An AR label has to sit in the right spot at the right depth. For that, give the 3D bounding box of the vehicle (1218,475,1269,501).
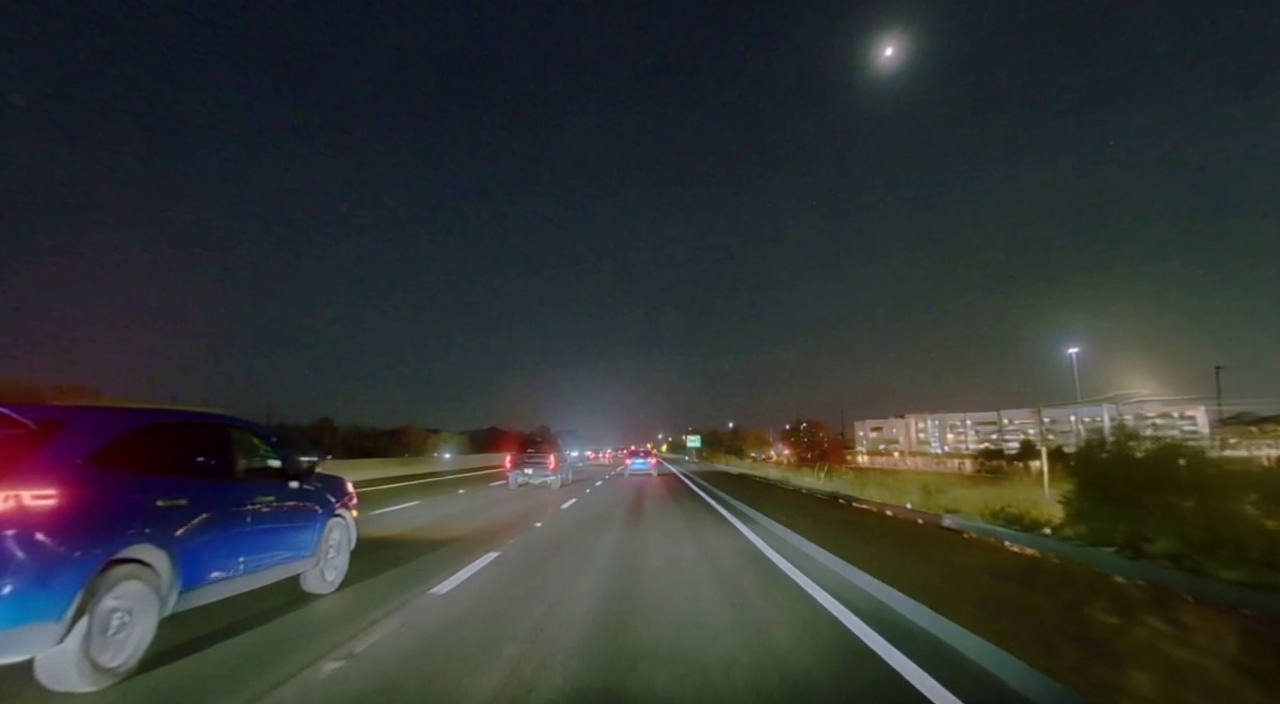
[{"bbox_3d":[39.777,8.913,41.524,4.203,1.418,1.942,8,-12,-42],"label":"vehicle"}]

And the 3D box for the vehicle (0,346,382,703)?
[{"bbox_3d":[-4.216,1.176,4.851,2.198,1.848,5.346,0,-8,0],"label":"vehicle"}]

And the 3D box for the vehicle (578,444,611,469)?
[{"bbox_3d":[-3.310,7.680,46.457,1.993,1.717,4.321,-1,-8,2],"label":"vehicle"}]

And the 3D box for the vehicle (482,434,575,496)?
[{"bbox_3d":[-3.512,3.661,20.888,2.133,1.789,4.518,-1,-8,2],"label":"vehicle"}]

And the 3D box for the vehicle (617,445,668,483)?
[{"bbox_3d":[0.081,4.754,27.137,2.047,1.473,3.978,0,-8,0],"label":"vehicle"}]
